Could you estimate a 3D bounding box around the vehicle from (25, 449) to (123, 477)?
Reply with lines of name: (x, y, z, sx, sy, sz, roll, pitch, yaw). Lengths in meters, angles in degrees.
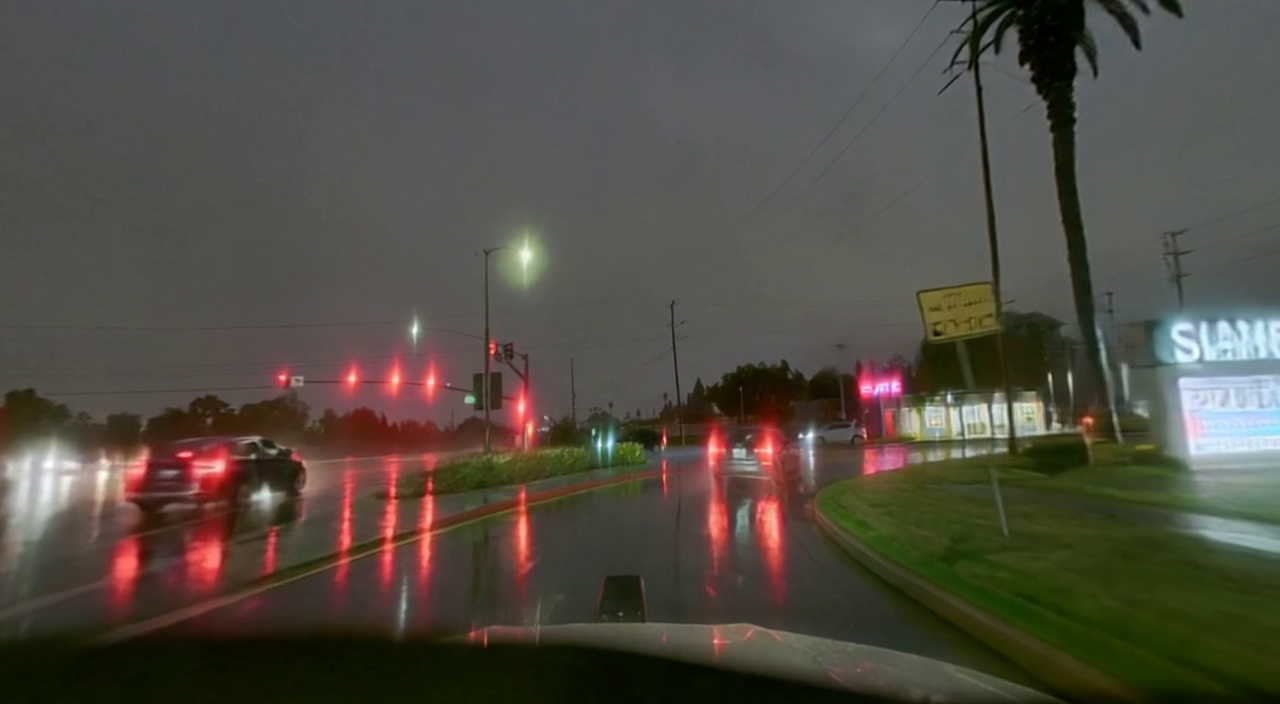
vehicle: (-34.078, 6.671, 38.258, 2.036, 1.526, 4.732, 1, -9, -8)

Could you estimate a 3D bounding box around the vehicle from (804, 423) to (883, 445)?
vehicle: (14.556, 5.903, 45.396, 4.981, 1.491, 1.922, 0, -10, -8)

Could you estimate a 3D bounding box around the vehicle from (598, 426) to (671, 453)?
vehicle: (-0.411, 5.998, 43.409, 4.757, 1.633, 1.932, -1, -8, -10)

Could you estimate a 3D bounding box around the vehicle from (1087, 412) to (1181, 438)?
vehicle: (31.935, 4.756, 40.899, 4.458, 1.589, 2.044, 1, -8, -5)

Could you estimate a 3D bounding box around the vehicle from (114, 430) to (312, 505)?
vehicle: (-9.692, 2.642, 14.905, 1.912, 1.487, 4.471, 1, -8, -6)

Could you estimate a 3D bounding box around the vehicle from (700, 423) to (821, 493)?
vehicle: (3.221, 2.637, 16.096, 2.070, 1.493, 4.570, -3, -9, 22)
